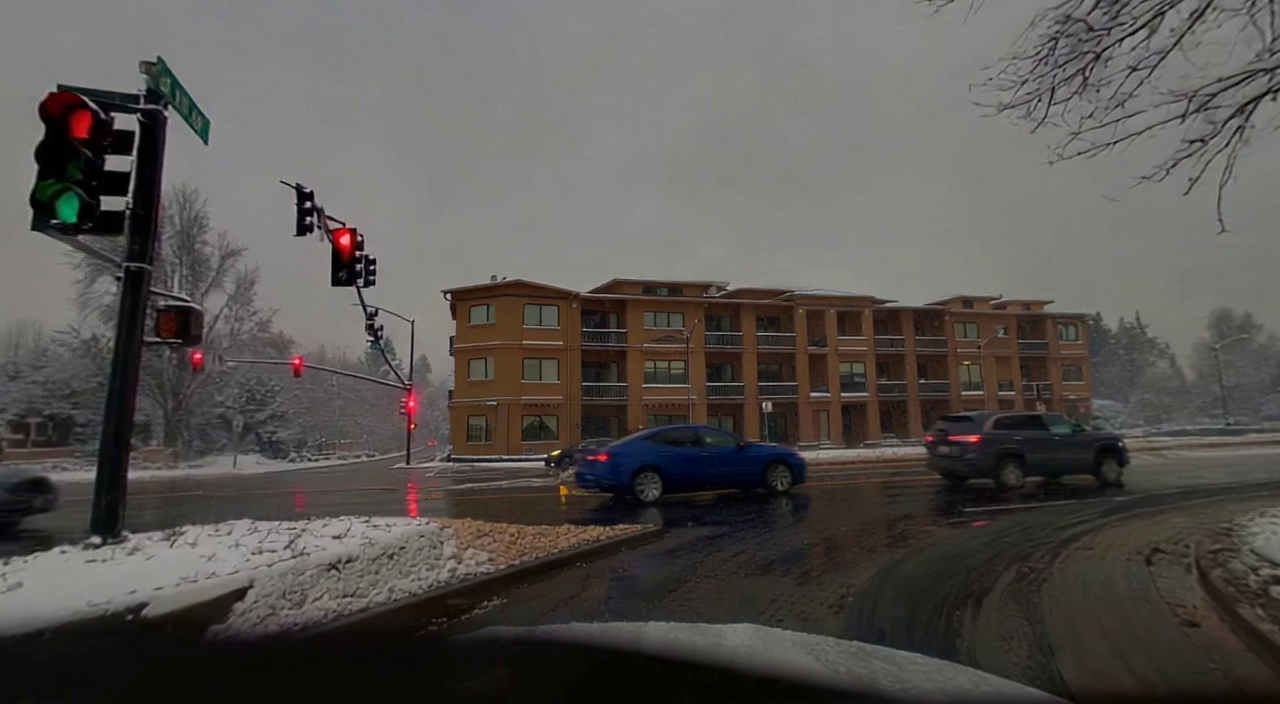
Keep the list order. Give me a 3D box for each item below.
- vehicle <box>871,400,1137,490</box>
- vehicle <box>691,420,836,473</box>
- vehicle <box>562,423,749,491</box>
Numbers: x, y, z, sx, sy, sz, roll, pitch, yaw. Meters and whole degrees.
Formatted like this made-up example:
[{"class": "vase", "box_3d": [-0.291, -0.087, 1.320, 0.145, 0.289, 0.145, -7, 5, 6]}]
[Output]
[{"class": "vehicle", "box_3d": [8.798, 2.249, 15.400, 5.554, 1.911, 2.225, 2, -9, -15]}, {"class": "vehicle", "box_3d": [4.208, 3.256, 21.746, 4.503, 1.689, 1.879, 2, -9, -16]}, {"class": "vehicle", "box_3d": [0.377, 2.826, 17.242, 4.719, 1.671, 1.985, 2, -9, -16]}]
